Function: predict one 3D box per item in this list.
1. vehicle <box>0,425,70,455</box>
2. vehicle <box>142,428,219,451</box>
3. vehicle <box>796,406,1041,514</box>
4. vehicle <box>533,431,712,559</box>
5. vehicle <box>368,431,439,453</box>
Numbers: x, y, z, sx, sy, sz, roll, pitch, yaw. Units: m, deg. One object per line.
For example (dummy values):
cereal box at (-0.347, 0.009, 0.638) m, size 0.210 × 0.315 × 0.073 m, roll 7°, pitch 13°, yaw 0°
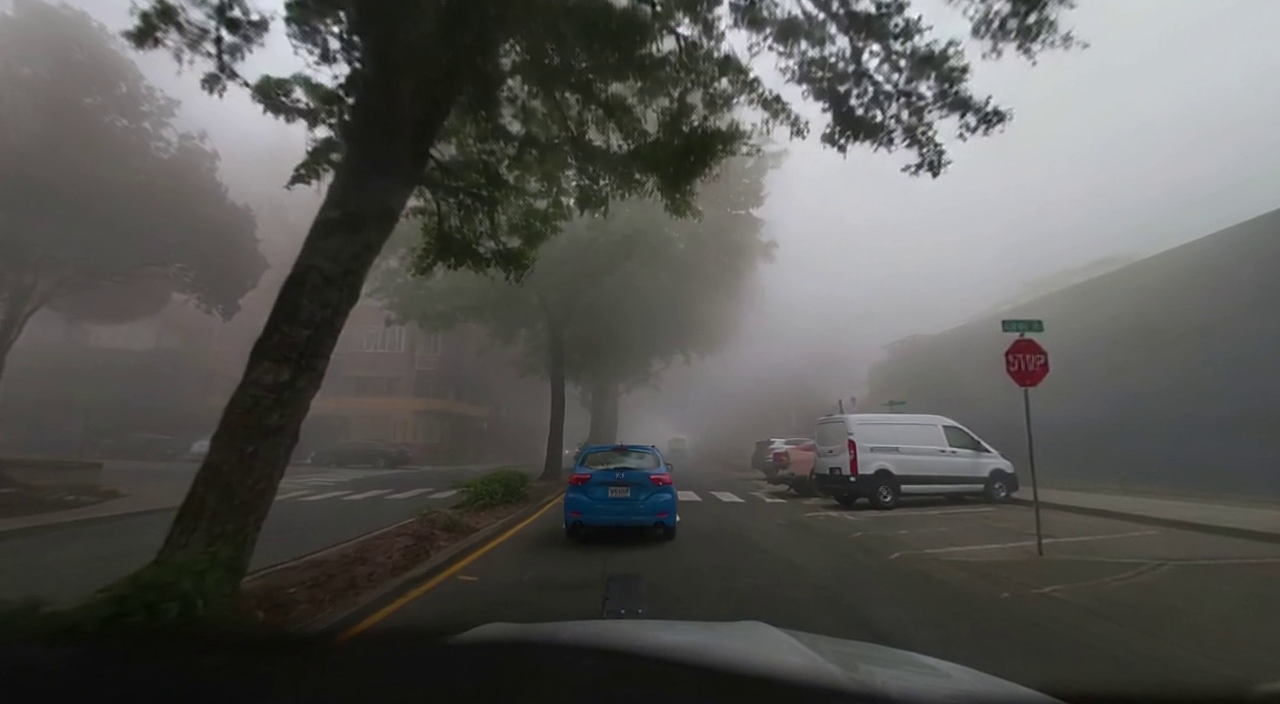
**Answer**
vehicle at (-32.033, 4.477, 32.086) m, size 4.006 × 1.491 × 2.007 m, roll 1°, pitch -9°, yaw -5°
vehicle at (-32.051, 6.106, 44.151) m, size 3.915 × 1.574 × 1.850 m, roll 0°, pitch -9°, yaw 2°
vehicle at (6.547, 2.470, 14.816) m, size 5.385 × 2.146 × 2.143 m, roll 4°, pitch -9°, yaw -26°
vehicle at (-0.268, 1.987, 9.606) m, size 2.065 × 1.450 × 4.522 m, roll 0°, pitch -8°, yaw -2°
vehicle at (-18.610, 7.133, 49.911) m, size 4.892 × 1.679 × 1.927 m, roll 1°, pitch -9°, yaw -7°
